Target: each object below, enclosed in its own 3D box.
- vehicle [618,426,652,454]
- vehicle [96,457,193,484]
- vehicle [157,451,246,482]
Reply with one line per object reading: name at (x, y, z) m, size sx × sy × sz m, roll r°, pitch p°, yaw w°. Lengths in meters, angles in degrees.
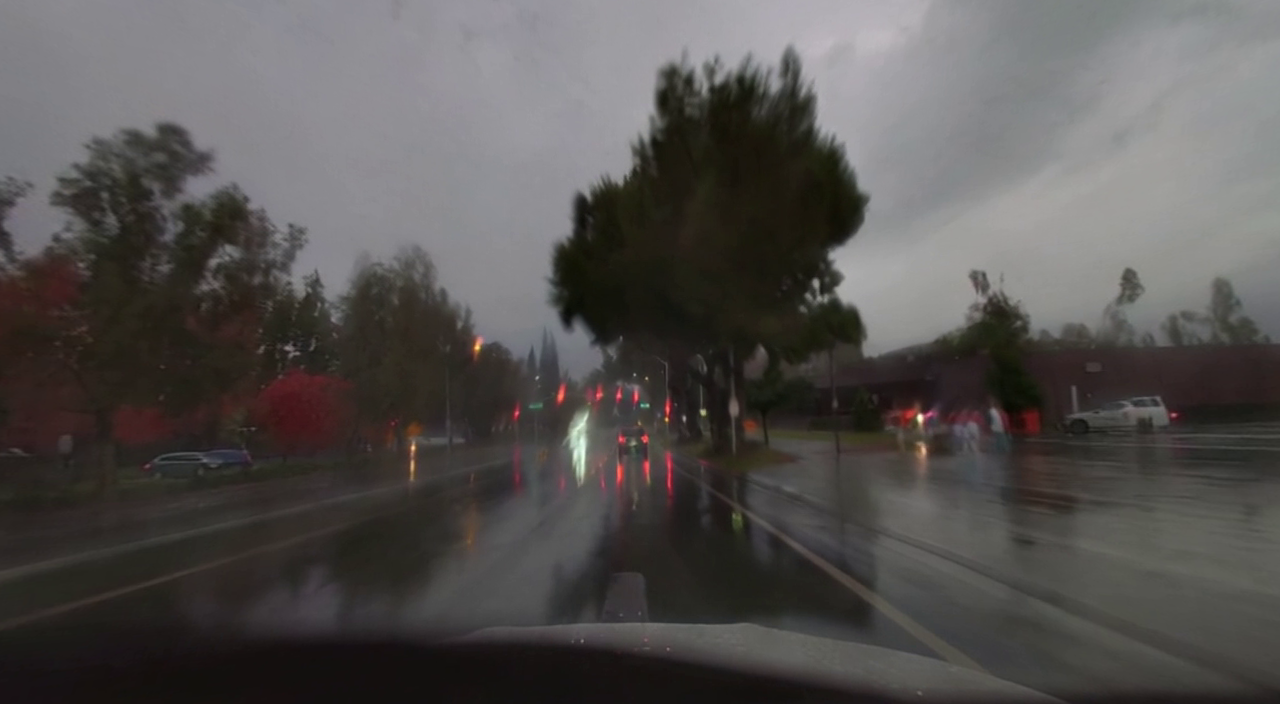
vehicle at (-0.374, 6.097, 43.689) m, size 2.228 × 1.790 × 4.180 m, roll 0°, pitch -8°, yaw -1°
vehicle at (-29.721, 7.105, 38.014) m, size 3.921 × 1.526 × 2.156 m, roll 1°, pitch -8°, yaw -6°
vehicle at (-29.819, 7.776, 43.029) m, size 4.497 × 1.590 × 2.029 m, roll 4°, pitch -6°, yaw 1°
